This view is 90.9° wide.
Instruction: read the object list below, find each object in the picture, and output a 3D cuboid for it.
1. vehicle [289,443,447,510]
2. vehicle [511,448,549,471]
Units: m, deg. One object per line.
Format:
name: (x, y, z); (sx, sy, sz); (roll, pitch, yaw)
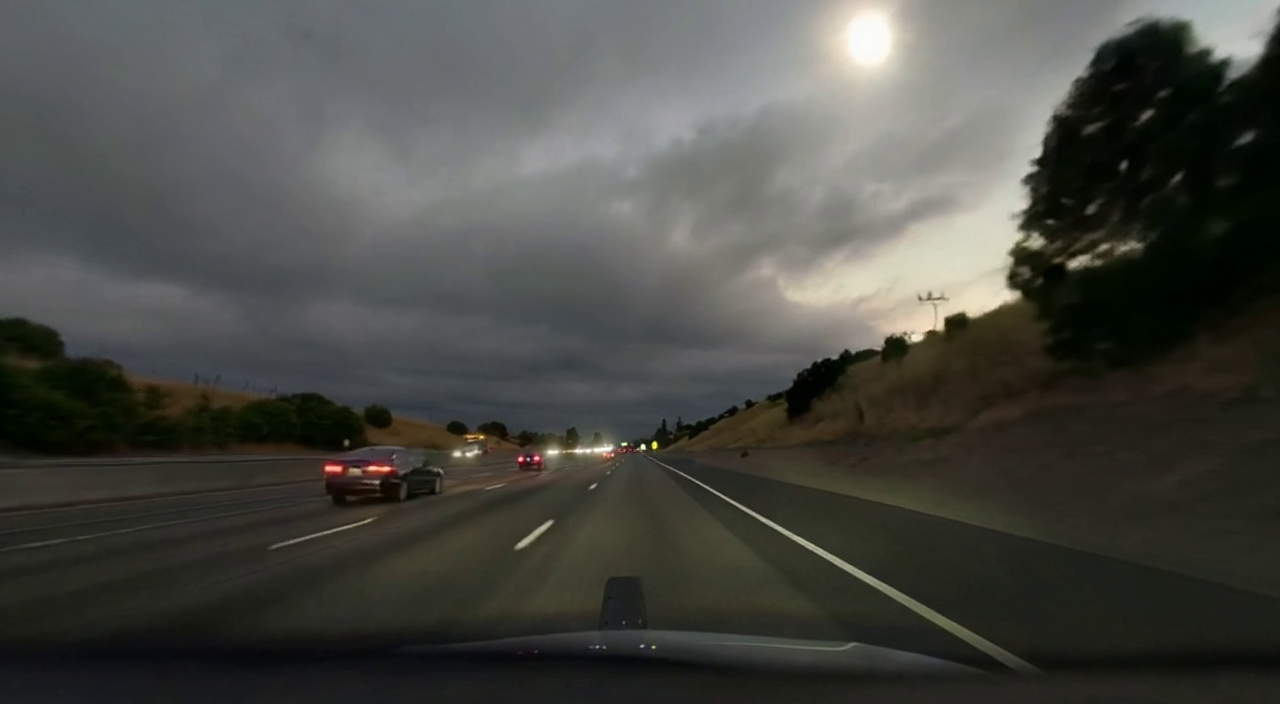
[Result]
vehicle: (-6.778, 3.131, 16.377); (2.015, 1.483, 4.626); (0, -9, 0)
vehicle: (-7.680, 7.530, 44.351); (1.966, 1.476, 4.240); (0, -9, 0)
